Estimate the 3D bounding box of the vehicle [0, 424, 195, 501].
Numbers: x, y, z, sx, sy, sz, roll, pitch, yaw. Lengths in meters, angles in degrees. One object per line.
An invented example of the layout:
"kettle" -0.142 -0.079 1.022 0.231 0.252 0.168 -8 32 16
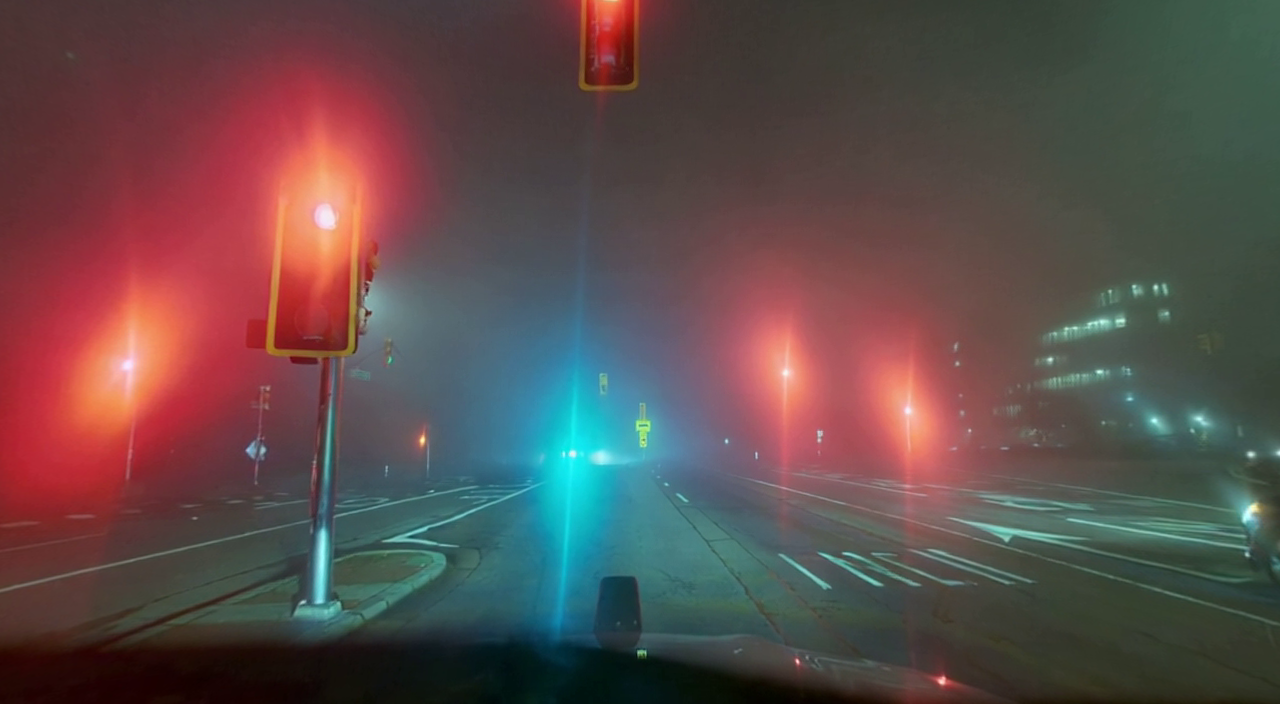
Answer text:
"vehicle" -24.269 4.818 27.590 7.088 3.096 2.678 0 -9 -2
